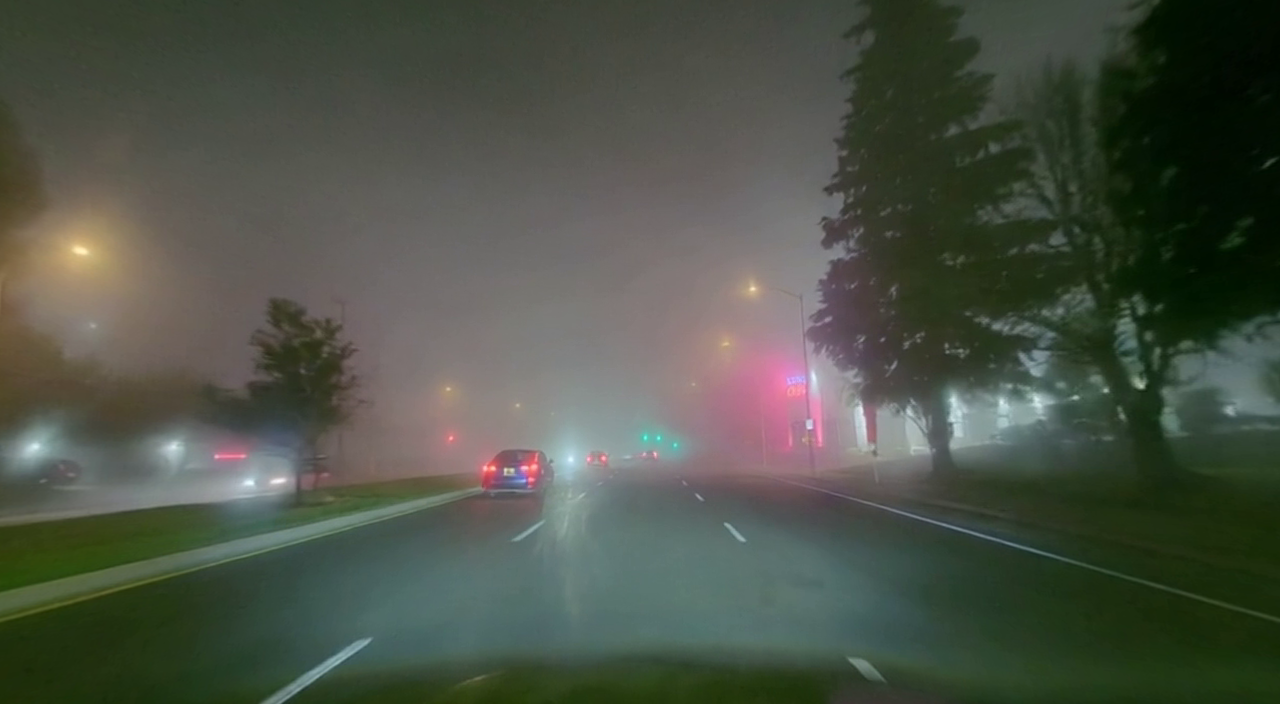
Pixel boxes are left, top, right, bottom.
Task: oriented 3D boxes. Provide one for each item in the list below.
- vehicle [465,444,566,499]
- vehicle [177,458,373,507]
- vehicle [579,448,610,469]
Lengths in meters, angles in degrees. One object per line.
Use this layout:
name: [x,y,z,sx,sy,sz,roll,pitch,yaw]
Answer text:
vehicle: [-3.560,3.496,18.868,2.076,1.444,4.328,0,-9,1]
vehicle: [-7.976,2.871,14.161,2.700,0.905,2.928,0,-9,-2]
vehicle: [-3.500,8.257,48.991,2.039,1.479,4.257,0,-9,1]
